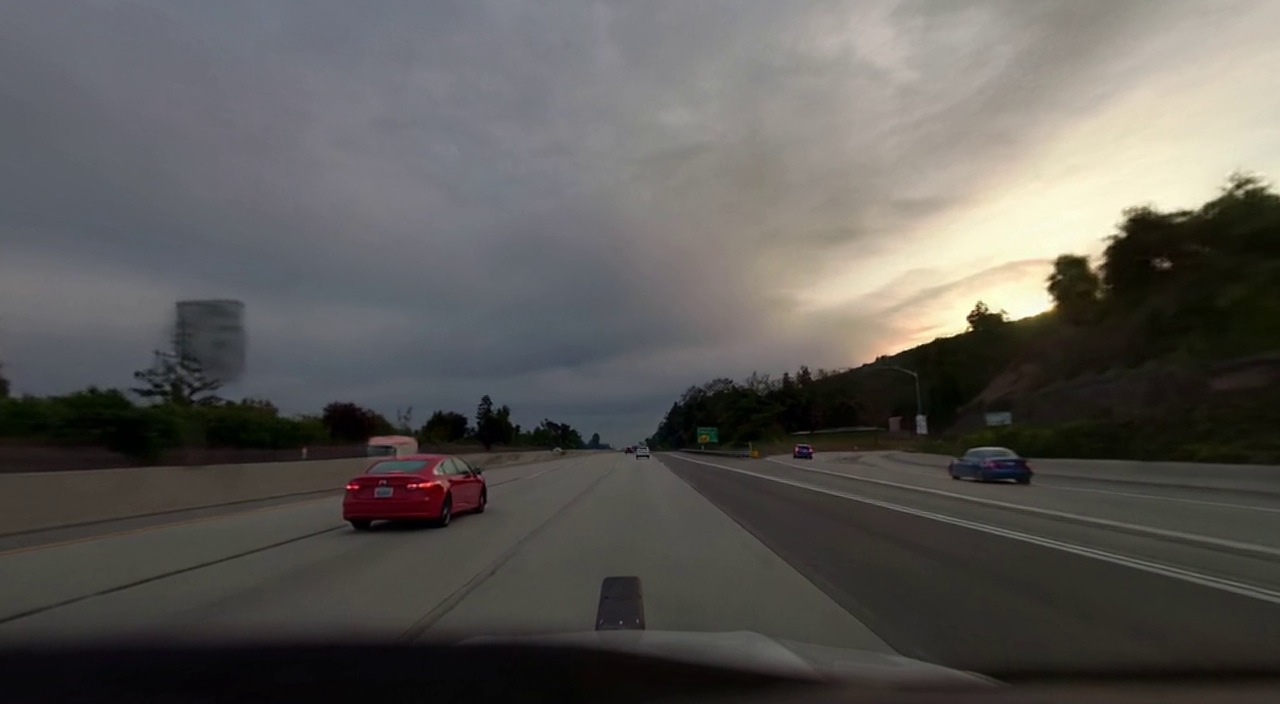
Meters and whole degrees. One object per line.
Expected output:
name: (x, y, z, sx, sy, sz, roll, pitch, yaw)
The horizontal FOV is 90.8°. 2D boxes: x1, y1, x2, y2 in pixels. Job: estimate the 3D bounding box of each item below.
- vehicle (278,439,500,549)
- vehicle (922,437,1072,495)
vehicle: (-3.868, 2.249, 10.743, 1.873, 1.438, 4.546, 0, -9, 1)
vehicle: (10.278, 3.313, 18.659, 1.884, 1.485, 4.600, -1, -9, 2)
